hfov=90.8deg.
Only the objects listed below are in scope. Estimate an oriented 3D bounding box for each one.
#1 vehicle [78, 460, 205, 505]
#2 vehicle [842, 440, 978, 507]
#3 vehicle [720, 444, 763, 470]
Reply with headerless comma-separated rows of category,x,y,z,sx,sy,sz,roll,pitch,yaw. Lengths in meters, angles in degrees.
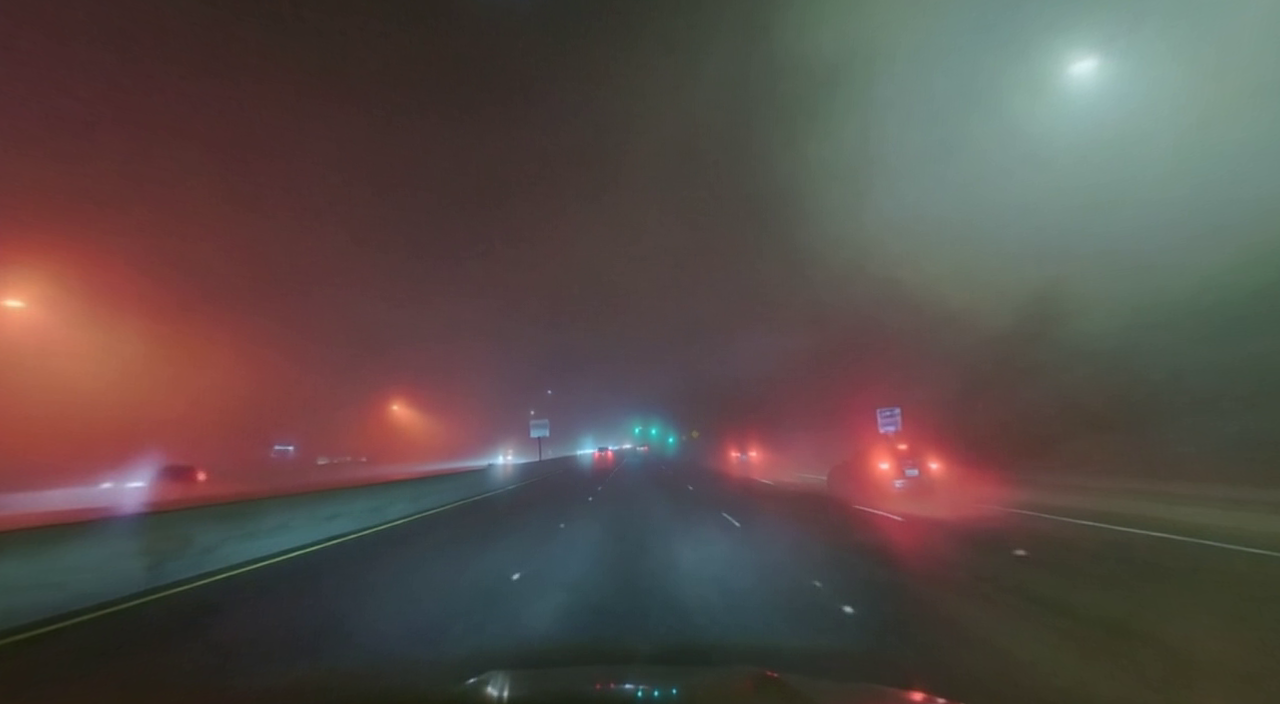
vehicle,-19.716,5.159,25.257,1.797,1.528,3.941,0,-8,1
vehicle,6.806,3.061,16.386,1.838,1.518,3.713,0,-8,-1
vehicle,6.576,6.849,41.493,1.987,1.597,4.463,0,-8,-2
